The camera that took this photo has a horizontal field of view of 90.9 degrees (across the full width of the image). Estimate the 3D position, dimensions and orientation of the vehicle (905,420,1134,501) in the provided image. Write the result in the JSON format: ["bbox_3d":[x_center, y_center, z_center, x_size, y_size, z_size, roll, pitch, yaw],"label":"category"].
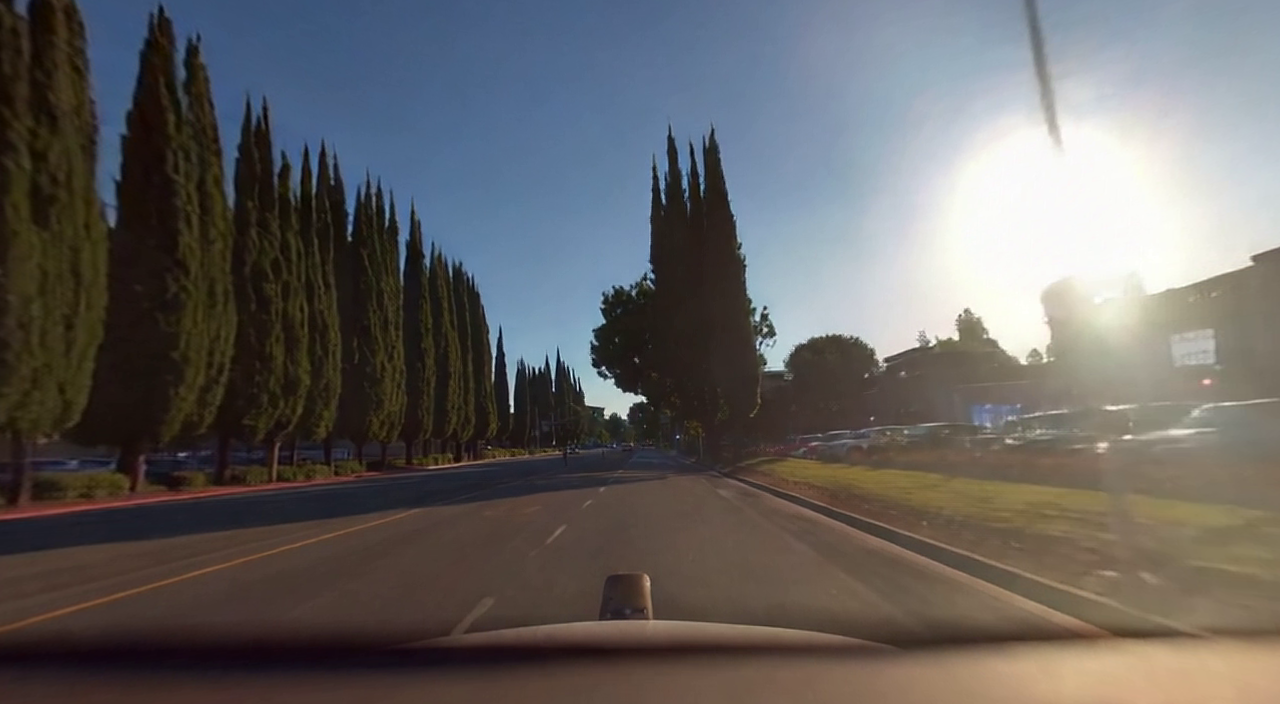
[{"bbox_3d":[7.970,2.337,13.959,2.056,1.449,4.679,-1,-8,-1],"label":"vehicle"}]

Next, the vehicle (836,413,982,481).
[{"bbox_3d":[7.925,2.956,19.284,2.043,1.791,5.339,0,-10,-1],"label":"vehicle"}]
